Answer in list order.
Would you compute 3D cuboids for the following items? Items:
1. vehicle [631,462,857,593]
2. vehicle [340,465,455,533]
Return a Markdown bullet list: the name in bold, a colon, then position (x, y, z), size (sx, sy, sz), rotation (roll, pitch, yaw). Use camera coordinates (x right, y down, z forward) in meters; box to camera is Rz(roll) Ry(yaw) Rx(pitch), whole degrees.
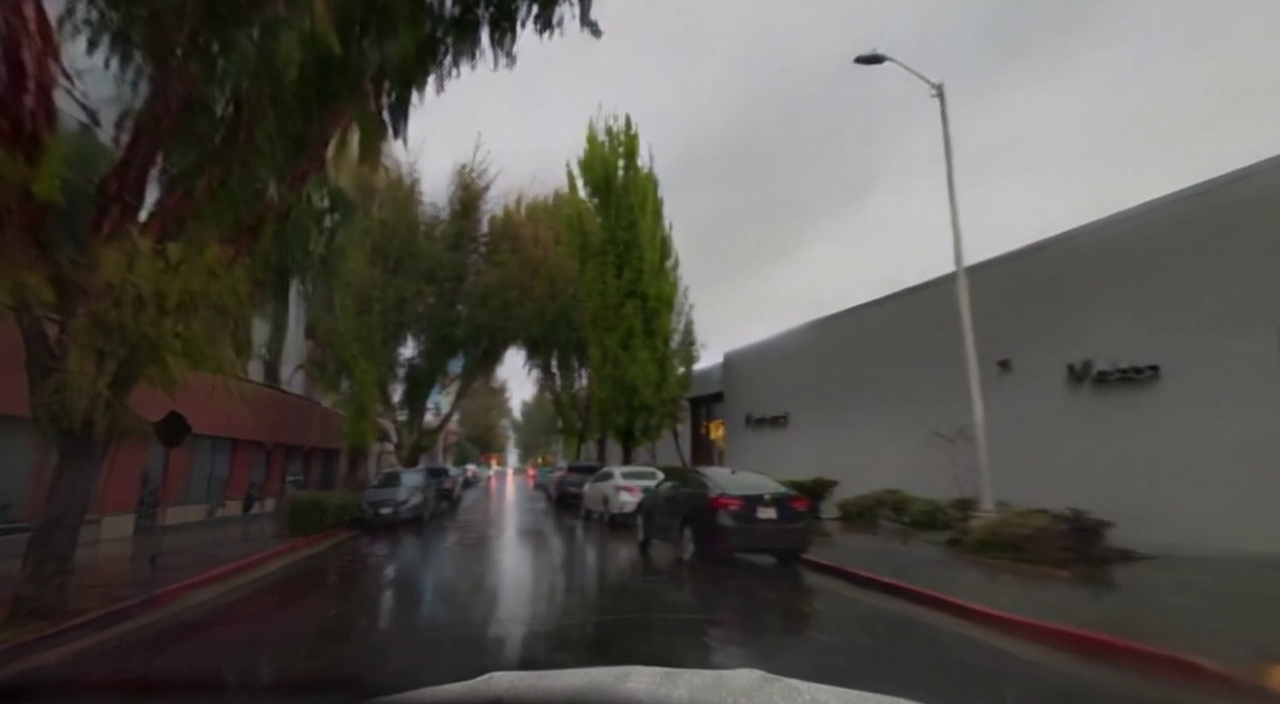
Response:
- **vehicle**: position (1.243, 2.465, 9.537), size (1.889, 1.482, 4.118), rotation (4, -11, -13)
- **vehicle**: position (-6.032, 3.715, 16.264), size (2.018, 1.461, 4.413), rotation (3, -11, -12)
